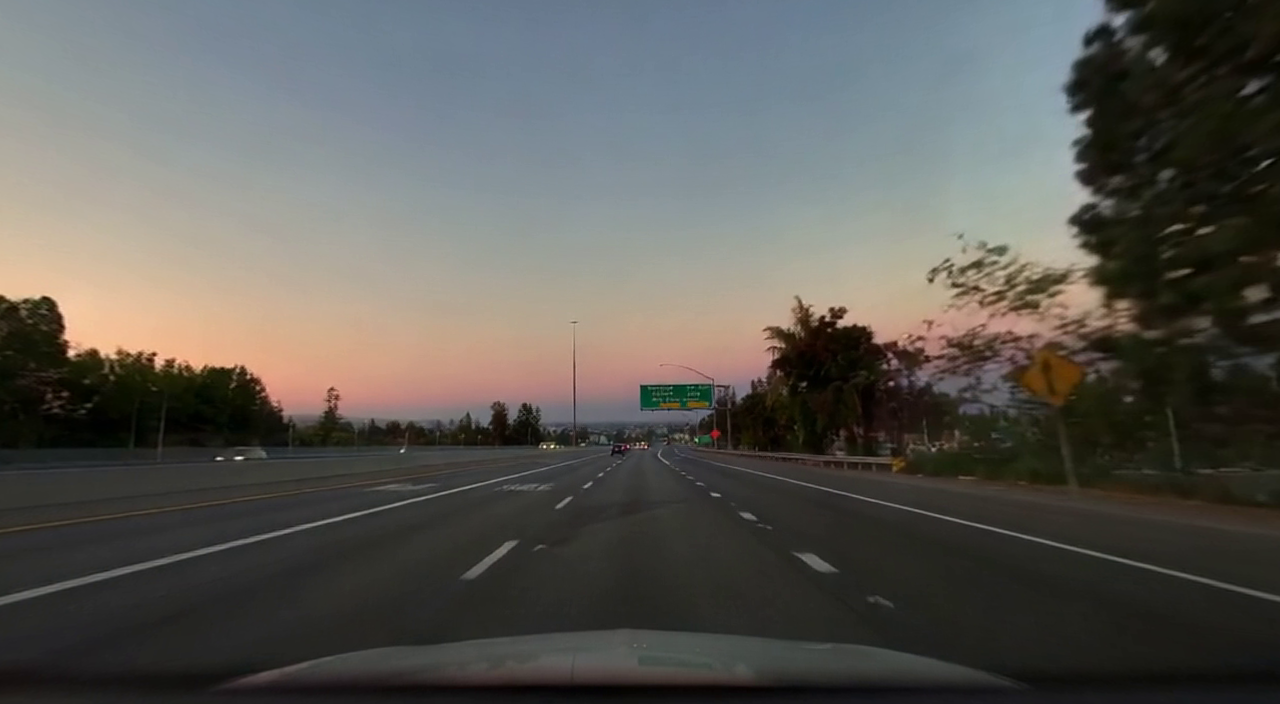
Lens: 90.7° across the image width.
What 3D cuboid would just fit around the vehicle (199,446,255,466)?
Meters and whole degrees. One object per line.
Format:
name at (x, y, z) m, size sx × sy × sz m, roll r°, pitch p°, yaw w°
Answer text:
vehicle at (-32.183, 8.117, 49.432) m, size 1.728 × 1.454 × 3.858 m, roll 0°, pitch -8°, yaw 0°
